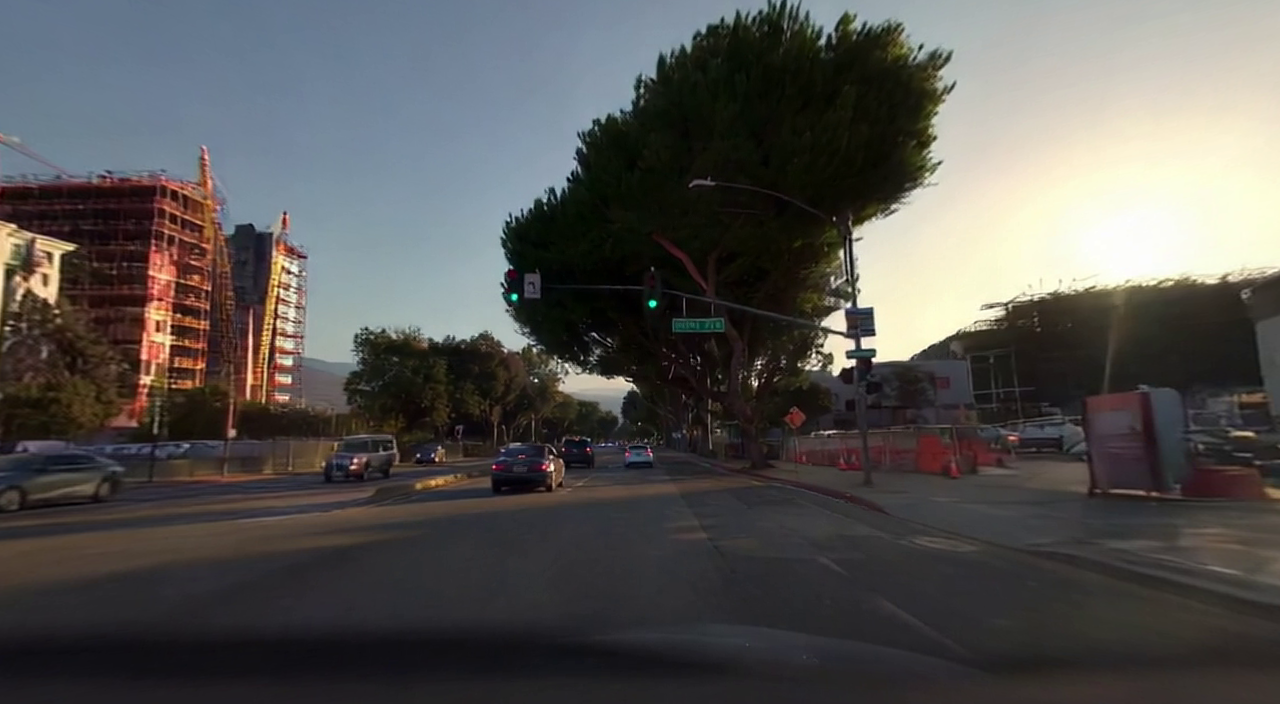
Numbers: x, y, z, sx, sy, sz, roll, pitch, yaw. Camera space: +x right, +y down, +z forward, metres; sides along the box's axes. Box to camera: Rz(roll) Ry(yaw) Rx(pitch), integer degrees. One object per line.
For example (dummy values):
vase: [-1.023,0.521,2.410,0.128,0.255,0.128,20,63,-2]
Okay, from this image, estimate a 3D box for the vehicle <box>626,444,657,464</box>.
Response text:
vehicle: [0.088,7.482,46.406,2.171,1.422,4.146,0,-9,0]

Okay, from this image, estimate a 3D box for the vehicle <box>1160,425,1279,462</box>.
vehicle: [27.959,4.388,30.295,4.014,1.681,1.834,-3,-9,20]

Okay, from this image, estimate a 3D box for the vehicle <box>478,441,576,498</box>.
vehicle: [-3.096,3.314,18.234,1.959,1.406,4.527,0,-9,0]

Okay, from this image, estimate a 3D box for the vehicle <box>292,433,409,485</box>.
vehicle: [-11.626,4.333,25.785,2.291,1.890,4.998,0,-9,1]

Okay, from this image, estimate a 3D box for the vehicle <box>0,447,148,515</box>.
vehicle: [-14.930,3.096,15.408,1.935,1.481,4.702,-2,-9,1]

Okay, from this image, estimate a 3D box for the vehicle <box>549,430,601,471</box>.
vehicle: [-3.408,5.311,34.082,2.240,2.054,4.662,0,-9,1]
